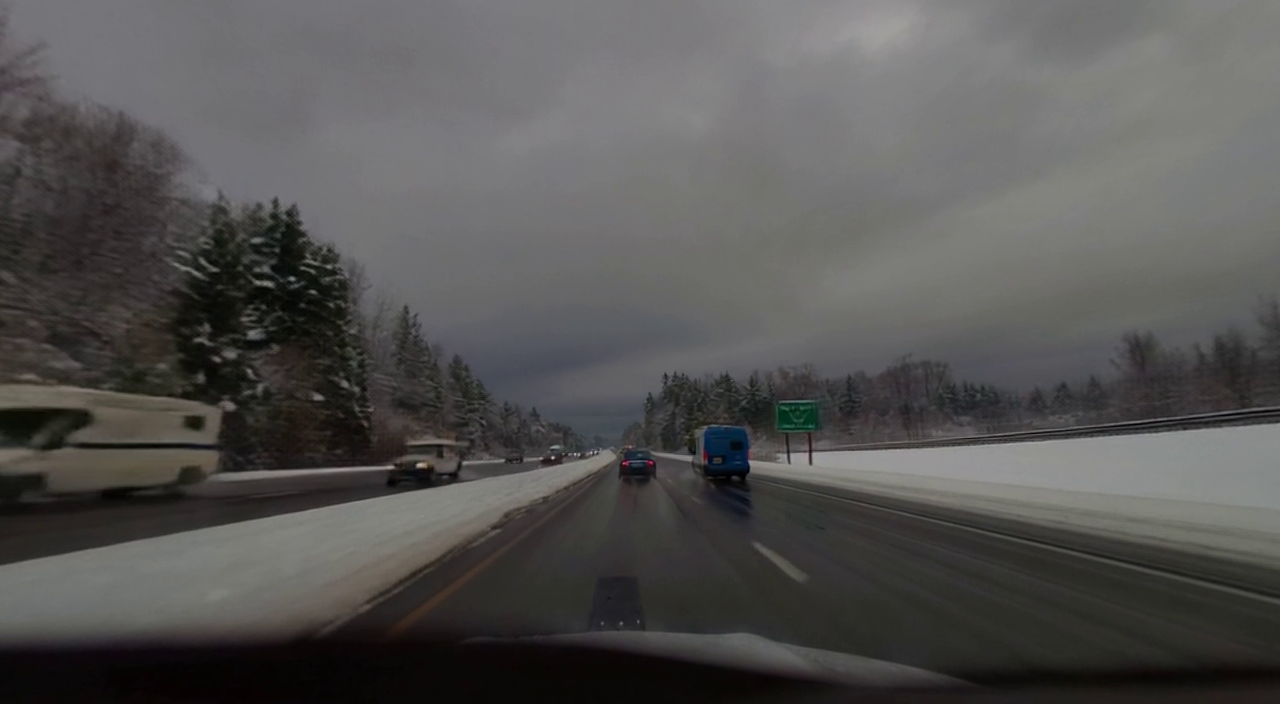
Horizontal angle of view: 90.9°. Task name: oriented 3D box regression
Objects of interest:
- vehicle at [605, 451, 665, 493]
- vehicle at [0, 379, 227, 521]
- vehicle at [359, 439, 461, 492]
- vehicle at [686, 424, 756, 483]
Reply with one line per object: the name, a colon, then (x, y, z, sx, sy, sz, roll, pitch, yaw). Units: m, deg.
vehicle: (-0.192, 4.406, 23.538, 2.037, 1.417, 3.885, 0, -9, -1)
vehicle: (-12.244, 2.178, 14.114, 2.493, 2.597, 4.839, -1, -9, 2)
vehicle: (-7.797, 3.881, 21.797, 1.914, 1.609, 4.184, 0, -9, 0)
vehicle: (3.852, 5.033, 31.396, 2.513, 2.633, 5.930, 0, -9, -2)
